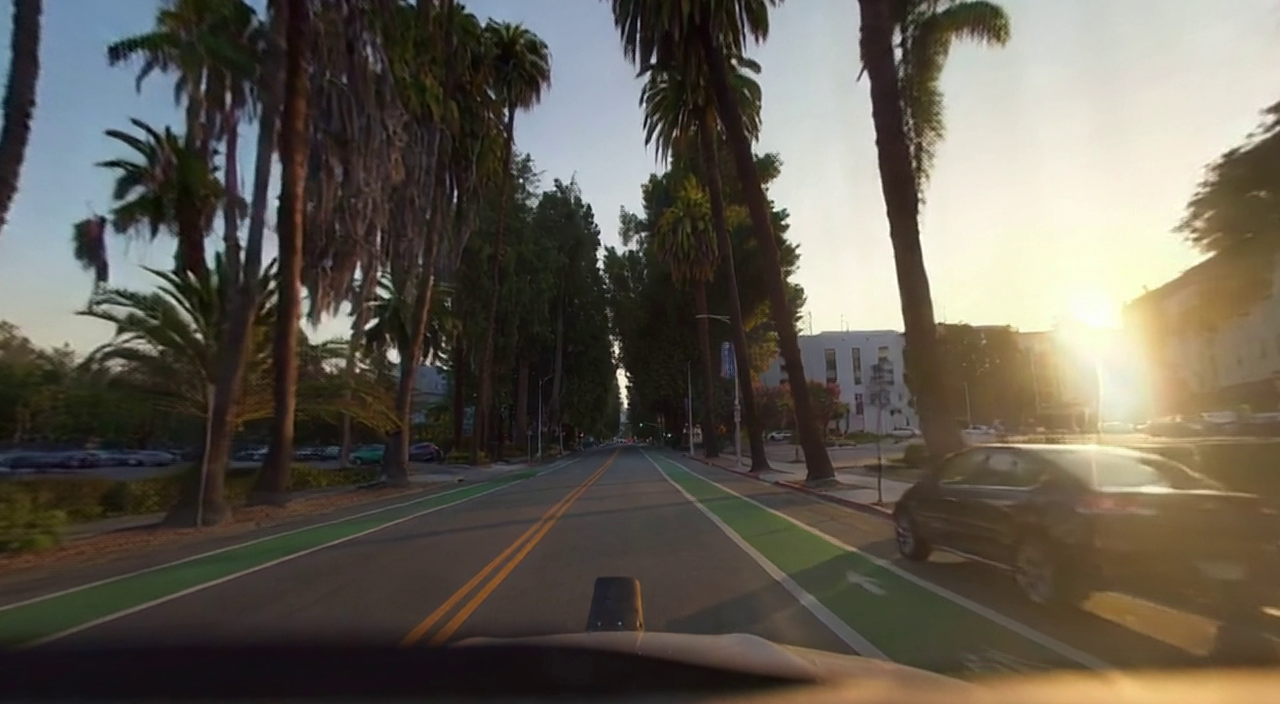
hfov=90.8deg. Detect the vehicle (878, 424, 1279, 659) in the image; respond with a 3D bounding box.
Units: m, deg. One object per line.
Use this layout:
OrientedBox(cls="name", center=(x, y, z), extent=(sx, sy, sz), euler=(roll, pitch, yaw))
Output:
OrientedBox(cls="vehicle", center=(4.476, 1.689, 6.804), extent=(1.997, 1.640, 4.494), euler=(0, -9, -1))
